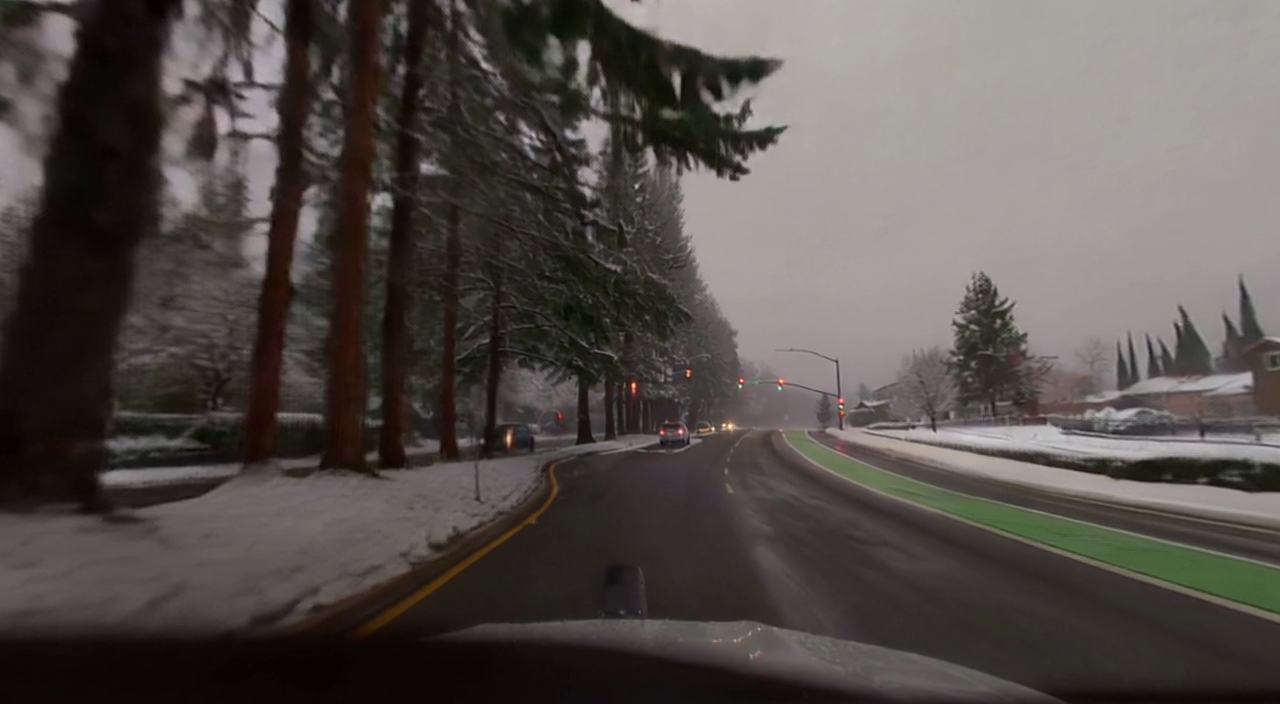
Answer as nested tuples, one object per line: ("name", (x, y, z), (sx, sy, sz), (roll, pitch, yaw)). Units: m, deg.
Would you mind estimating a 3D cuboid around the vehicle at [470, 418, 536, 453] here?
("vehicle", (-7.640, 4.774, 35.810), (2.182, 1.843, 4.604), (-1, -9, 8))
